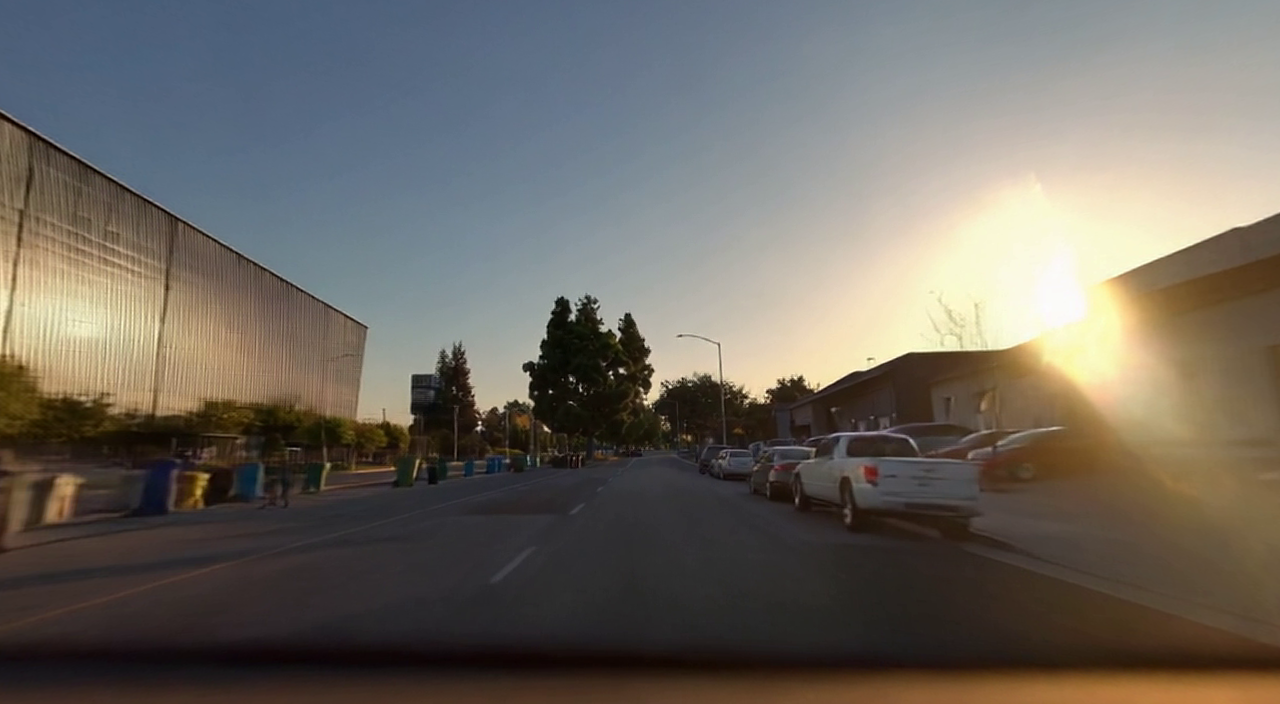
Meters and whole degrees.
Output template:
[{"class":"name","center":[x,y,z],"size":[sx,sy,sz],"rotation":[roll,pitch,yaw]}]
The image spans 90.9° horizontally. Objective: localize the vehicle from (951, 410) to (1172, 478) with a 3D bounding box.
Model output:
[{"class":"vehicle","center":[12.055,2.692,18.373],"size":[4.778,1.520,2.020],"rotation":[-5,-9,7]}]

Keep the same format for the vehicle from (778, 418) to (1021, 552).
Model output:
[{"class":"vehicle","center":[4.048,2.170,11.102],"size":[2.078,1.771,5.174],"rotation":[0,-8,0]}]
